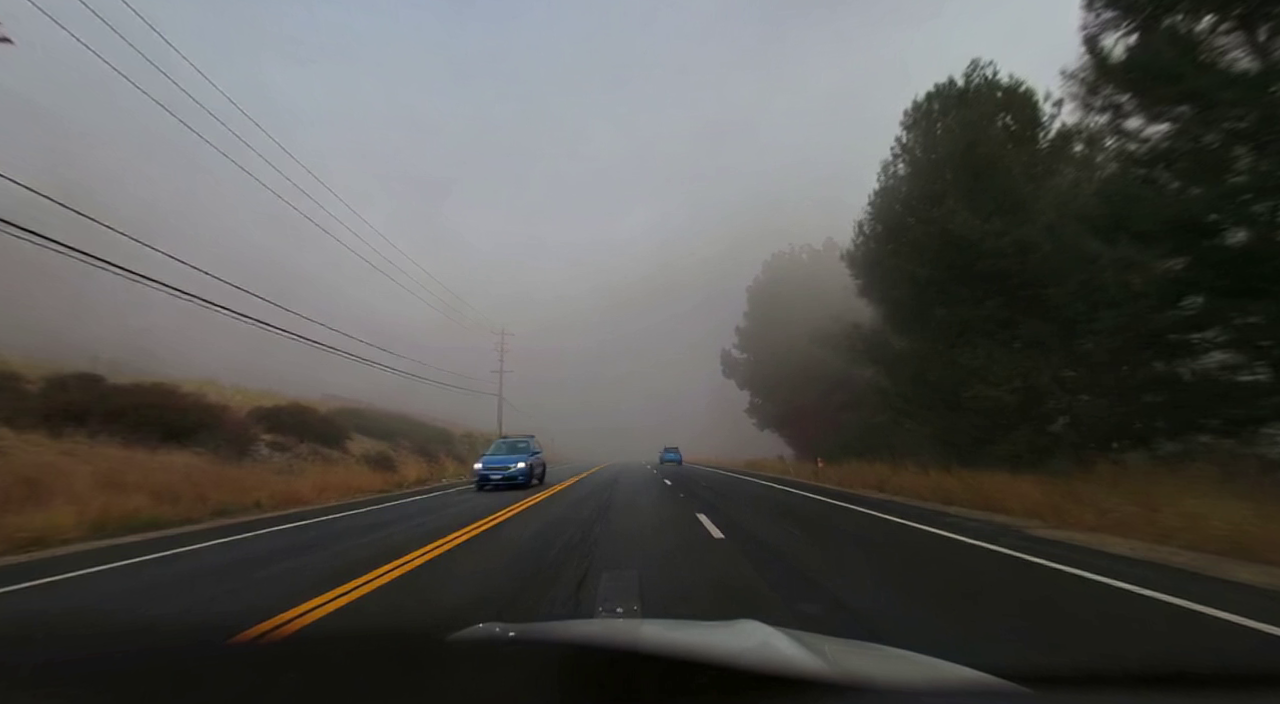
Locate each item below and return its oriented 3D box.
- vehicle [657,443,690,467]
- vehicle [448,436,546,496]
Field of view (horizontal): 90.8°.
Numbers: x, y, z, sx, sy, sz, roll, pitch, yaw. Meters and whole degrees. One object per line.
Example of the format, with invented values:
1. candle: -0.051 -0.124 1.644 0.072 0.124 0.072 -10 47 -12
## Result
1. vehicle: 2.492 7.723 47.554 2.135 1.692 4.185 0 -9 -2
2. vehicle: -4.672 3.819 21.567 2.249 1.795 4.858 0 -9 -1
